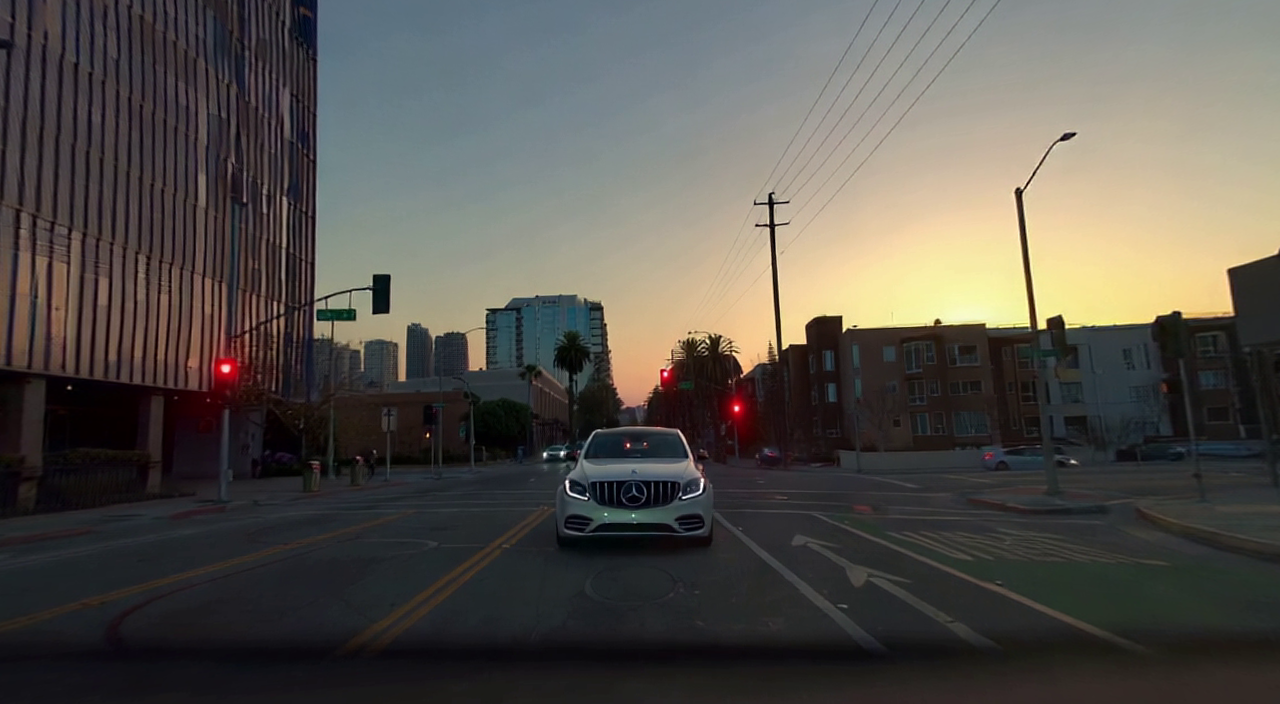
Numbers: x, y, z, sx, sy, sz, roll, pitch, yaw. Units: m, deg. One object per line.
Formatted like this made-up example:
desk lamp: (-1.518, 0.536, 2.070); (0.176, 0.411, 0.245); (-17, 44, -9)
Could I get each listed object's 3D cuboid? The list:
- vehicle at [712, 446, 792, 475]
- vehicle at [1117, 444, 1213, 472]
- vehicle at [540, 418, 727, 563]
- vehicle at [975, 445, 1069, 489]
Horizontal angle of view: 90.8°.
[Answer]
vehicle: (6.952, 6.728, 39.439); (4.494, 1.704, 1.976); (-7, -11, 39)
vehicle: (32.152, 6.470, 38.773); (4.234, 1.613, 1.812); (0, -8, -1)
vehicle: (-0.084, 1.878, 9.224); (2.144, 1.643, 3.770); (0, -8, 0)
vehicle: (15.300, 4.512, 25.215); (4.118, 1.593, 2.004); (7, -11, -42)
